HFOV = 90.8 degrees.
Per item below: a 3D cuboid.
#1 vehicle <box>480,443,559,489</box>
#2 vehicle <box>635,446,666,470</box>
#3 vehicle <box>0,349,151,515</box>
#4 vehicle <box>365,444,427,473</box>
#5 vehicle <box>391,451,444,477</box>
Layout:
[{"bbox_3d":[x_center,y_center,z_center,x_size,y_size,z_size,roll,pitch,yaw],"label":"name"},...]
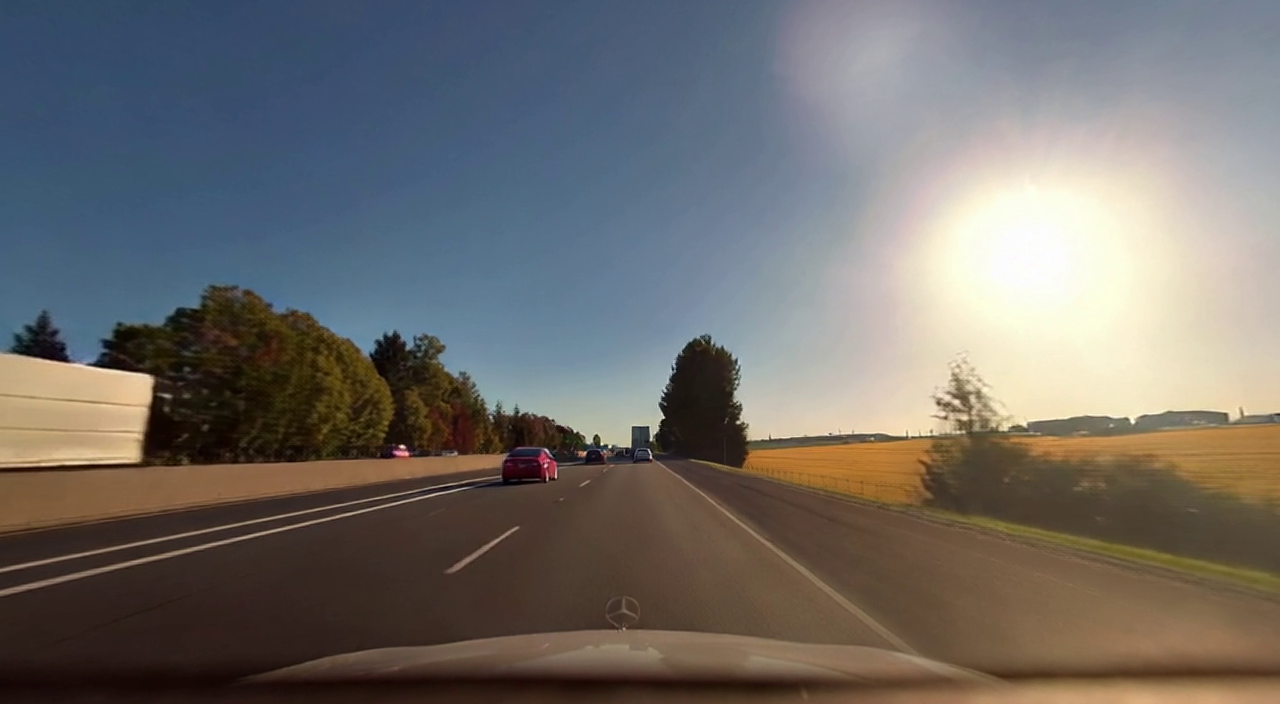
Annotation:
[{"bbox_3d":[-4.337,4.186,23.437,2.172,1.548,3.953,0,-9,-1],"label":"vehicle"},{"bbox_3d":[0.673,7.380,44.089,1.992,1.593,3.937,0,-9,-1],"label":"vehicle"},{"bbox_3d":[-17.120,1.581,13.024,2.889,4.027,13.945,0,-9,0],"label":"vehicle"},{"bbox_3d":[-17.102,7.486,44.498,2.376,1.864,4.898,0,-9,0],"label":"vehicle"},{"bbox_3d":[-12.561,6.329,35.843,1.718,1.426,3.578,0,-9,0],"label":"vehicle"}]
